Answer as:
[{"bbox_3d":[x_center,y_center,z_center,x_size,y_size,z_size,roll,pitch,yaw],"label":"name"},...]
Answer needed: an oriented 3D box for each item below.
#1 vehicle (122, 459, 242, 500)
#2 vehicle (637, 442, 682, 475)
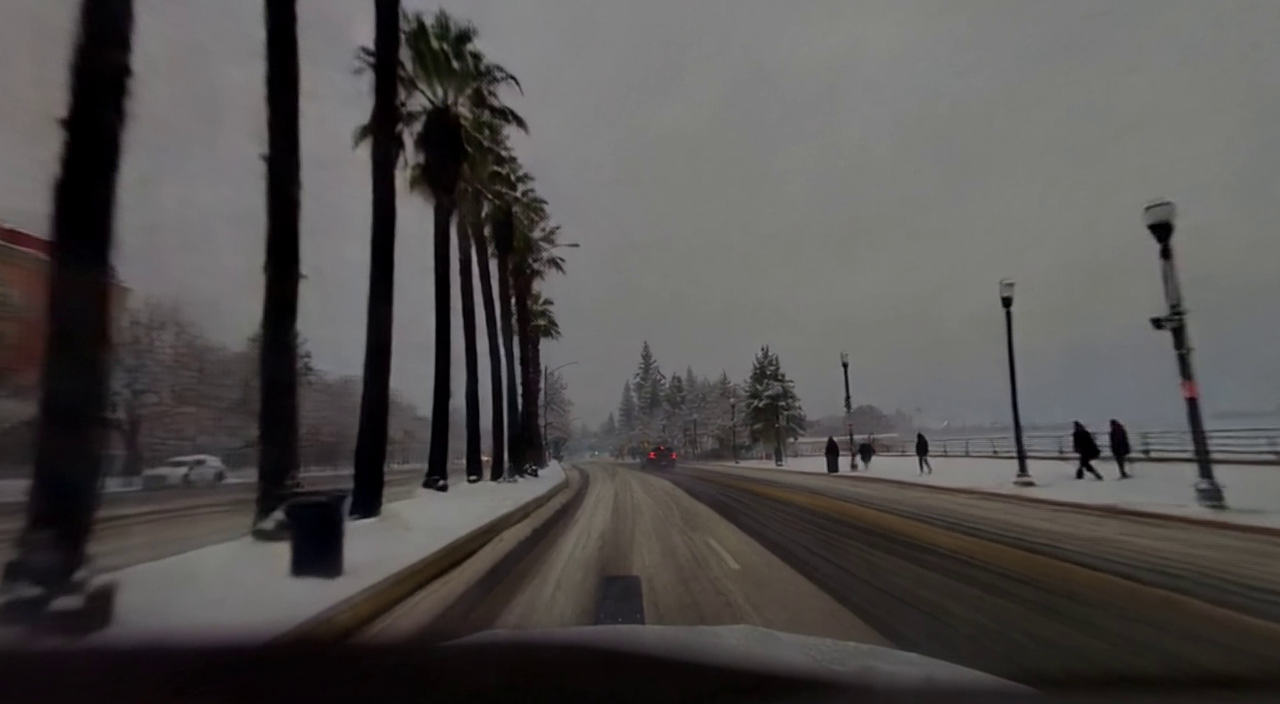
[{"bbox_3d":[-21.979,6.113,30.645,2.285,1.689,4.968,0,-9,-4],"label":"vehicle"},{"bbox_3d":[1.184,7.084,42.332,2.284,2.010,6.670,0,-9,-4],"label":"vehicle"}]
